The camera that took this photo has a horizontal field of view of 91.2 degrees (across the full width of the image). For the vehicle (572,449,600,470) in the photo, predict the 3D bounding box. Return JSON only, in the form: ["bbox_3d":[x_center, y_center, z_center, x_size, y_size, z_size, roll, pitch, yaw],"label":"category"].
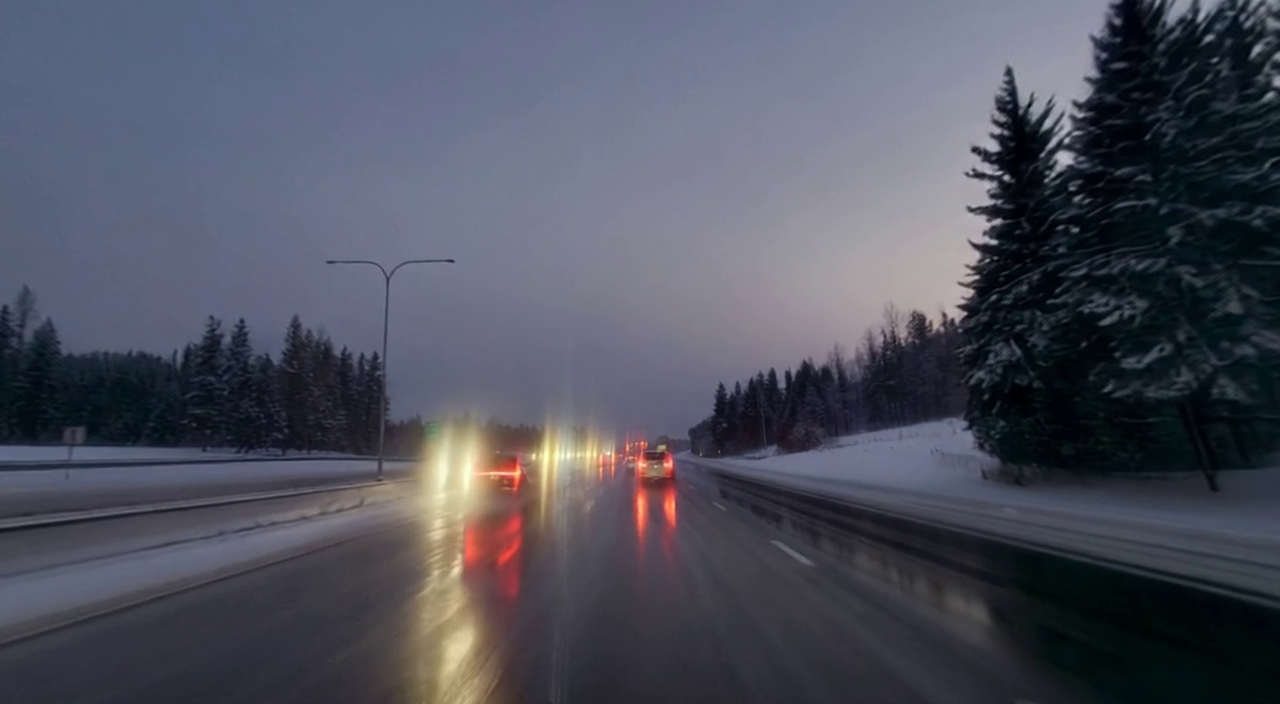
[{"bbox_3d":[-4.066,8.122,47.594,1.837,1.530,3.844,0,-9,0],"label":"vehicle"}]

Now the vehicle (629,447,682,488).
[{"bbox_3d":[0.580,4.678,25.733,2.015,1.526,4.286,0,-9,0],"label":"vehicle"}]

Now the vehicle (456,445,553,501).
[{"bbox_3d":[-3.960,3.612,19.125,1.940,1.502,4.463,0,-9,1],"label":"vehicle"}]
